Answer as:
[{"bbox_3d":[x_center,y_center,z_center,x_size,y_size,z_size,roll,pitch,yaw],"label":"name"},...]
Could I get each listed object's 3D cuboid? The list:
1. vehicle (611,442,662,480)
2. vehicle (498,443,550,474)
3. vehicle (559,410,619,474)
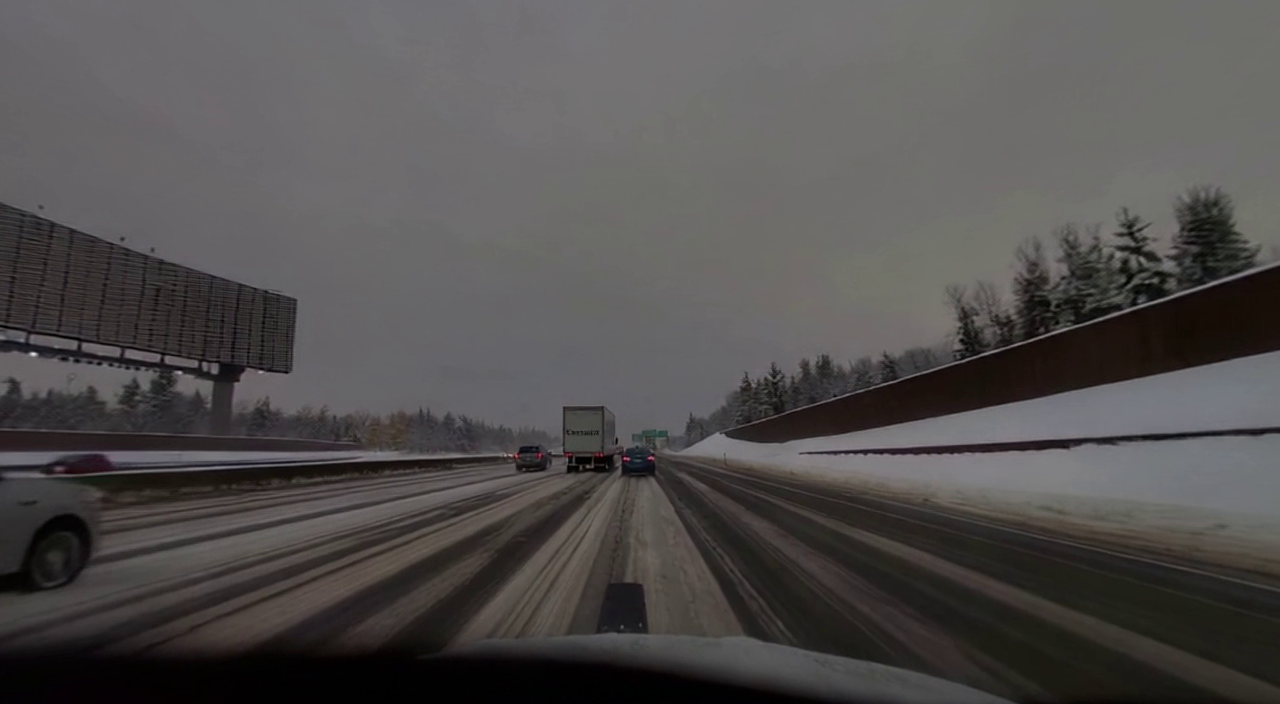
[{"bbox_3d":[-0.179,4.915,28.715,2.168,1.597,3.615,0,-9,-1],"label":"vehicle"},{"bbox_3d":[-6.606,6.124,36.473,2.124,1.674,4.541,0,-9,1],"label":"vehicle"},{"bbox_3d":[-2.930,5.563,38.832,2.794,3.460,8.595,0,-9,1],"label":"vehicle"}]
